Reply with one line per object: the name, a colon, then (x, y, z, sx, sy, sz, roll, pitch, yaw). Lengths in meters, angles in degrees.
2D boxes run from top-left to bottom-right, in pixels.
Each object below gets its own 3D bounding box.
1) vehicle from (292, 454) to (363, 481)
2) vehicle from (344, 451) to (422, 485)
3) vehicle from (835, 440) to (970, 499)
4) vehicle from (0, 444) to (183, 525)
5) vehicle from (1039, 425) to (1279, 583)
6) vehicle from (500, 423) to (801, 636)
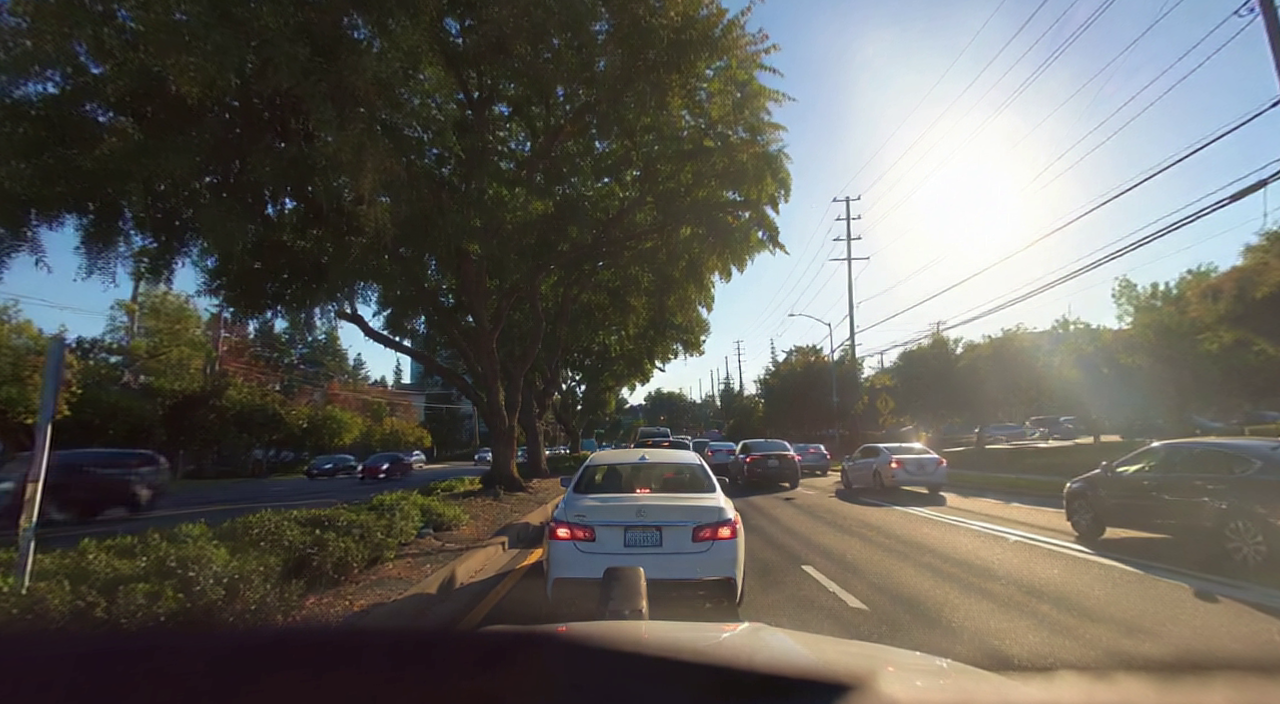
vehicle: (-18.881, 6.969, 38.404, 1.884, 1.466, 4.821, 0, -8, 0)
vehicle: (-12.009, 5.428, 29.775, 1.804, 1.430, 4.456, 0, -8, 0)
vehicle: (7.269, 3.267, 18.058, 1.899, 1.458, 4.499, 0, -8, 0)
vehicle: (-15.403, 3.402, 17.023, 2.056, 1.809, 5.354, 0, -8, 0)
vehicle: (6.988, 1.631, 7.286, 1.850, 1.480, 4.474, 0, -8, 1)
vehicle: (0.061, 1.539, 6.481, 2.108, 1.479, 3.935, 0, -8, 0)
